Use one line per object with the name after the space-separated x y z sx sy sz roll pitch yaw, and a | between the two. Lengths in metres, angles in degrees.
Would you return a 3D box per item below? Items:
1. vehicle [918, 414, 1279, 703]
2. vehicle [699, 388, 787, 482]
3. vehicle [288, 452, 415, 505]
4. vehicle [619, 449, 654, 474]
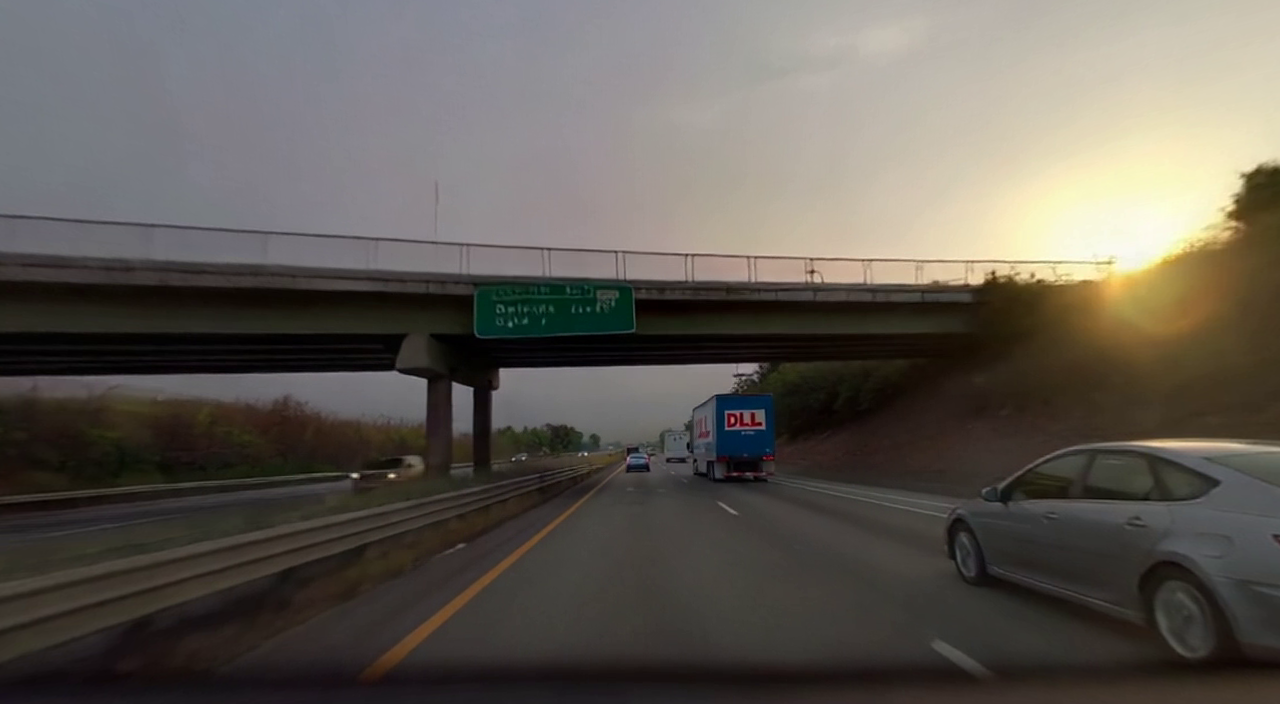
3.766 1.231 4.225 1.894 1.452 4.164 0 -9 0 | vehicle
4.807 4.174 31.113 2.838 3.985 8.010 0 -9 -1 | vehicle
-8.640 3.795 19.357 1.878 1.442 4.165 0 -9 1 | vehicle
-0.200 6.757 38.986 2.055 1.445 3.661 0 -9 0 | vehicle
